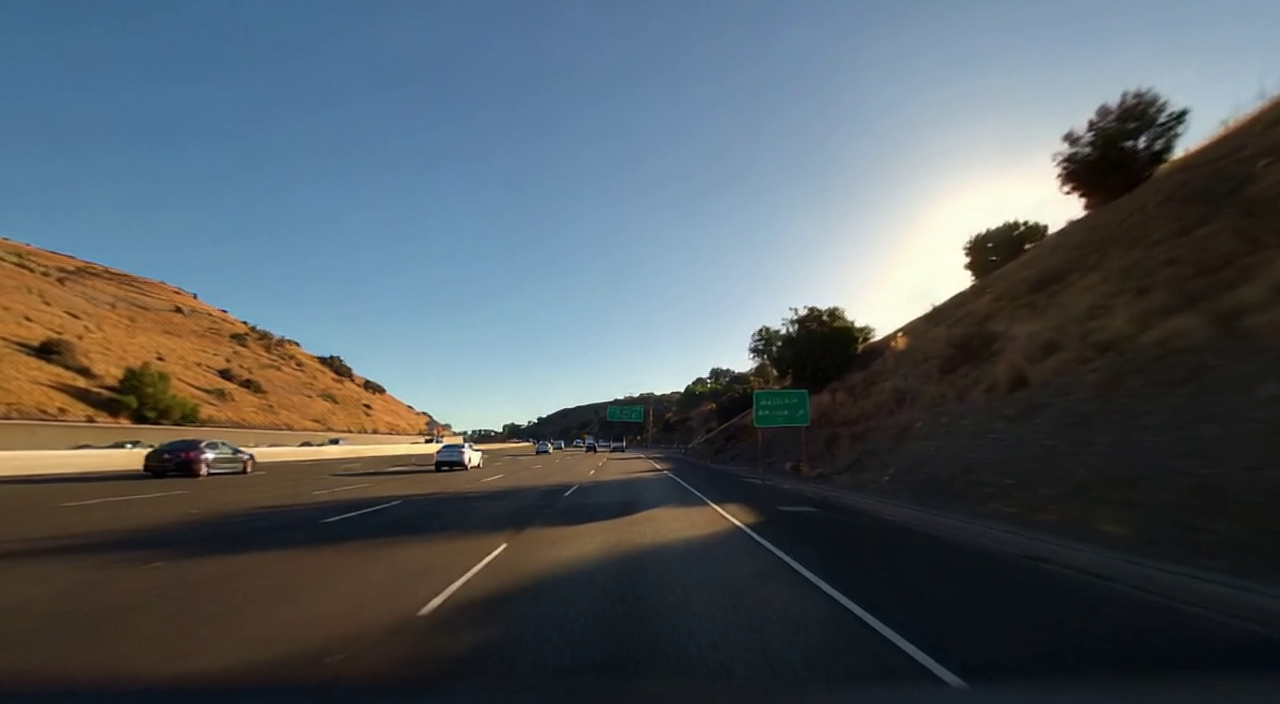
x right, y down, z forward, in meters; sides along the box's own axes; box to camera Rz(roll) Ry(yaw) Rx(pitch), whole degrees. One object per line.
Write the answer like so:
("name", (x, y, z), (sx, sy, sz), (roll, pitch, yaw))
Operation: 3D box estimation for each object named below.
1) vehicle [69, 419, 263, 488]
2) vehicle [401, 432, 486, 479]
("vehicle", (-15.304, 3.353, 20.989), (2.240, 1.953, 5.452), (0, -9, -1))
("vehicle", (-7.844, 4.185, 25.684), (2.104, 1.715, 4.319), (0, -9, -1))
